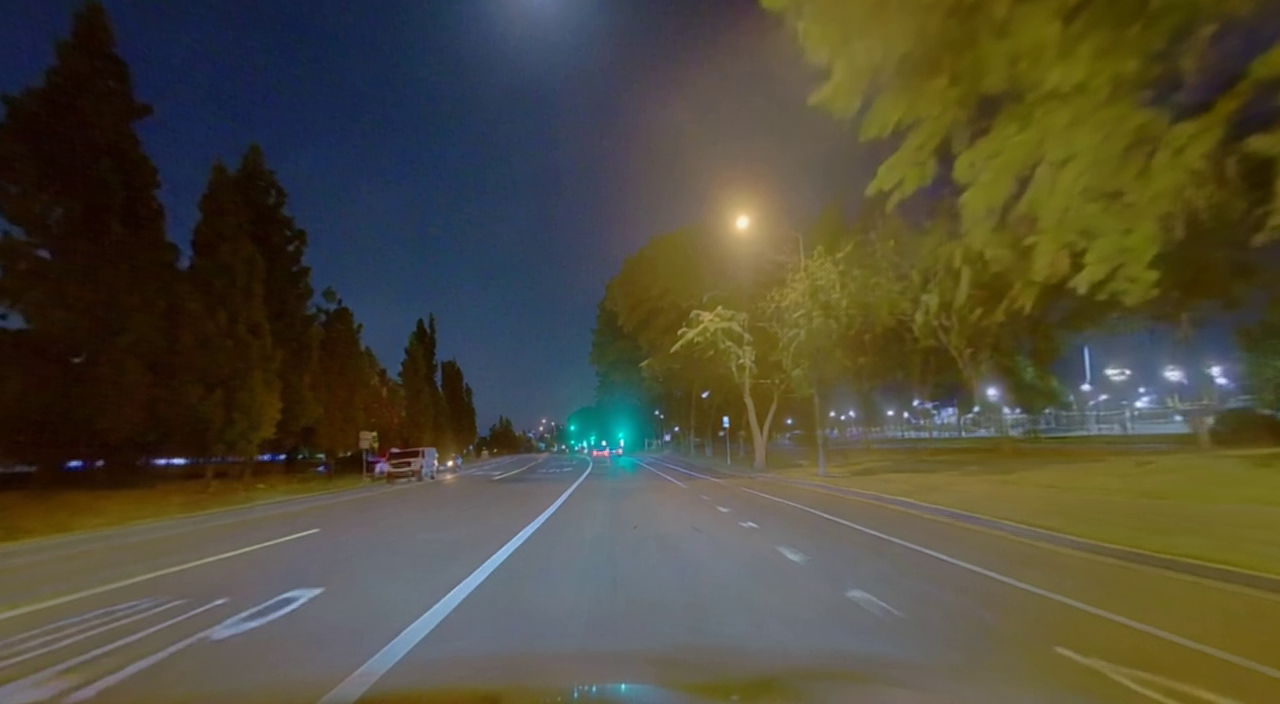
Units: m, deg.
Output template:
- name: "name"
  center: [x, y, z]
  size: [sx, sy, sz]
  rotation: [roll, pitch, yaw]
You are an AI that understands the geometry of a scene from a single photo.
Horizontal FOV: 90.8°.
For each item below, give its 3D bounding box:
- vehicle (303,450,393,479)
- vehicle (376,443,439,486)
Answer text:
- name: "vehicle"
  center: [-20.467, 7.888, 44.438]
  size: [5.168, 1.886, 2.283]
  rotation: [0, -8, 1]
- name: "vehicle"
  center: [-14.082, 6.786, 38.571]
  size: [2.314, 2.144, 5.403]
  rotation: [-3, -7, -6]
